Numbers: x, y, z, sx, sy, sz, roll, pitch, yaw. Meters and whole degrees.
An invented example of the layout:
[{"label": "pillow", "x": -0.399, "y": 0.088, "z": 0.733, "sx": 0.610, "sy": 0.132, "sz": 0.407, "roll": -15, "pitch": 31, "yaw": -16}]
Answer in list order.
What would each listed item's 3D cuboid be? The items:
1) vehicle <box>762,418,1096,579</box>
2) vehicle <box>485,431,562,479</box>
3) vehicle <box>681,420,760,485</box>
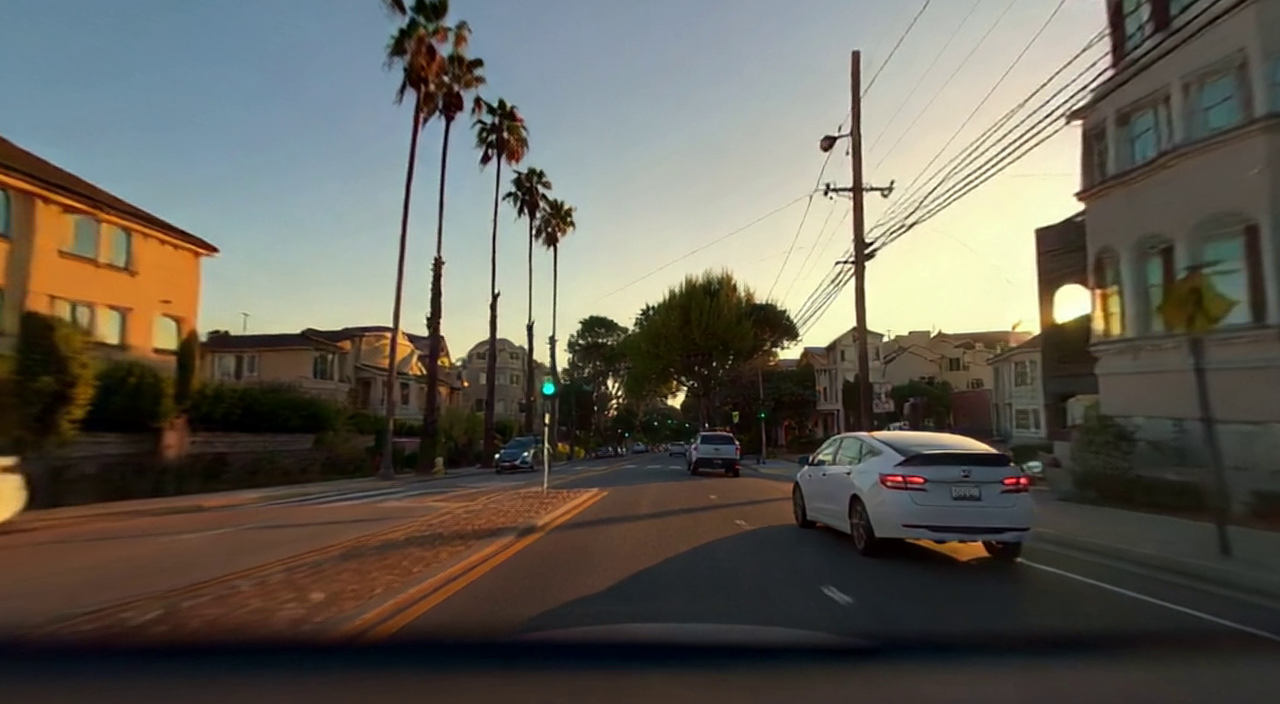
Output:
[{"label": "vehicle", "x": 3.315, "y": 1.787, "z": 8.543, "sx": 2.096, "sy": 1.552, "sz": 4.519, "roll": 0, "pitch": -9, "yaw": -4}, {"label": "vehicle", "x": -5.213, "y": 4.655, "z": 28.942, "sx": 2.069, "sy": 1.820, "sz": 4.388, "roll": -4, "pitch": -6, "yaw": 9}, {"label": "vehicle", "x": 2.660, "y": 3.486, "z": 22.030, "sx": 2.109, "sy": 2.002, "sz": 4.424, "roll": 0, "pitch": -9, "yaw": -1}]
